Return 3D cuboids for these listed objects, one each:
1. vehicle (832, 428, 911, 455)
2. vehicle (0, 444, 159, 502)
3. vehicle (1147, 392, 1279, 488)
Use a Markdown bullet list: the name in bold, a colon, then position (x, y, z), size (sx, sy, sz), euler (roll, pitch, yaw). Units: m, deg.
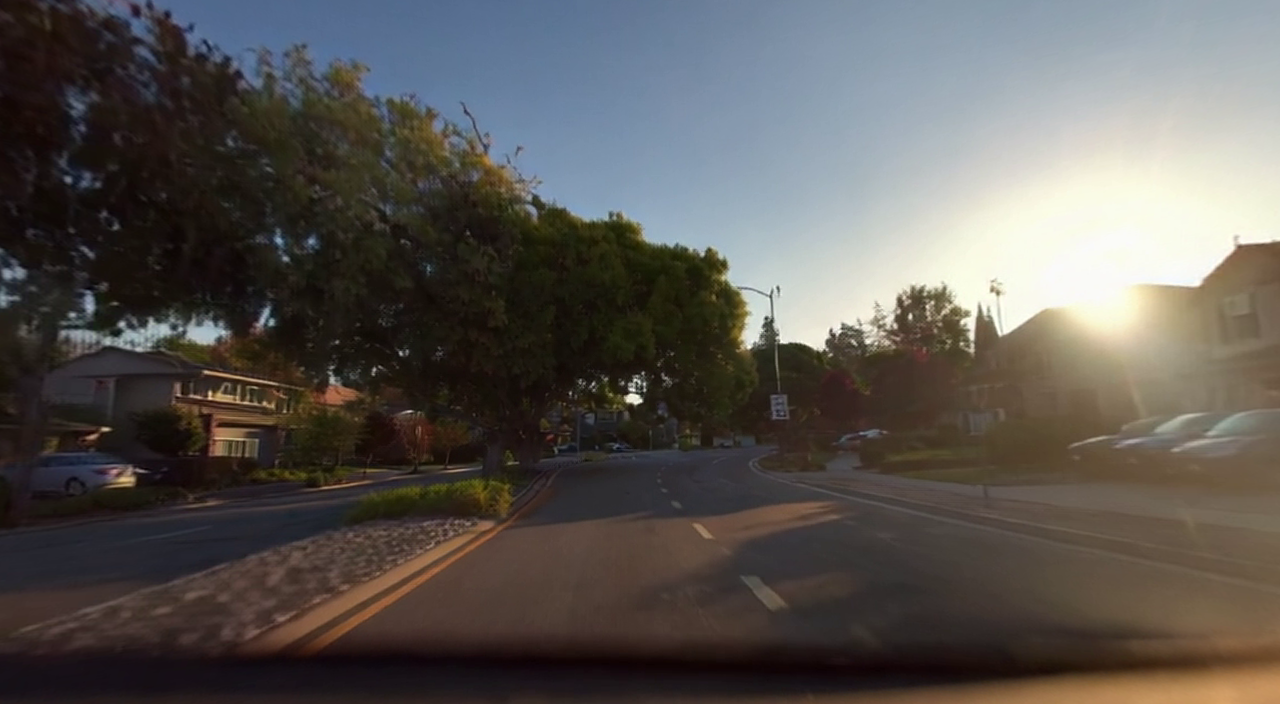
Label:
- **vehicle**: position (15.539, 6.058, 42.557), size (4.766, 1.789, 1.939), euler (-2, -9, 15)
- **vehicle**: position (-20.049, 4.118, 21.716), size (4.879, 1.854, 2.265), euler (1, -9, -6)
- **vehicle**: position (14.347, 1.744, 13.485), size (4.730, 1.808, 2.199), euler (-7, -10, 14)
